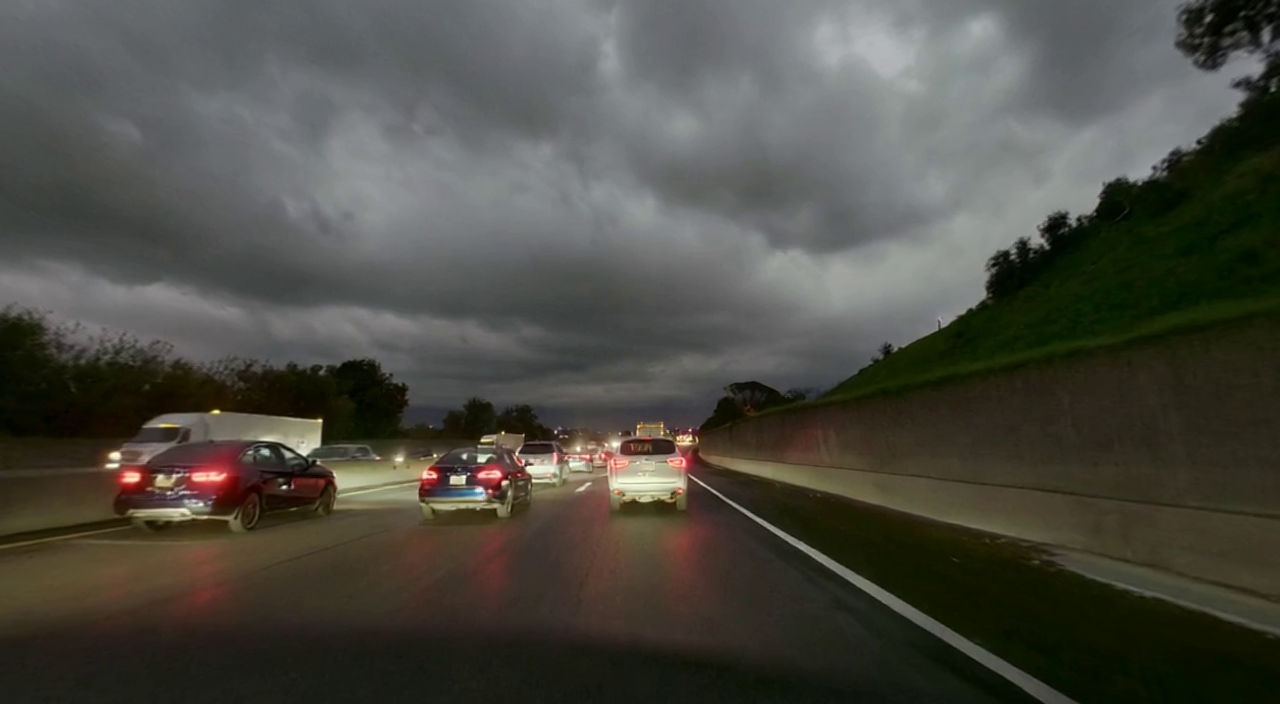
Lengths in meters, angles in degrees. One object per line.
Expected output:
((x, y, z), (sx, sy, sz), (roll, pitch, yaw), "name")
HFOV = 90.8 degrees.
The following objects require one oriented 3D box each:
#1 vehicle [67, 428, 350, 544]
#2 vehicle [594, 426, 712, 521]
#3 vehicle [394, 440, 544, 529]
((-7.469, 2.347, 11.695), (1.986, 1.700, 4.558), (0, -9, 0), "vehicle")
((0.227, 2.704, 14.564), (2.210, 1.760, 5.303), (0, -9, -1), "vehicle")
((-3.253, 2.601, 12.886), (1.917, 1.506, 3.949), (0, -9, 1), "vehicle")
